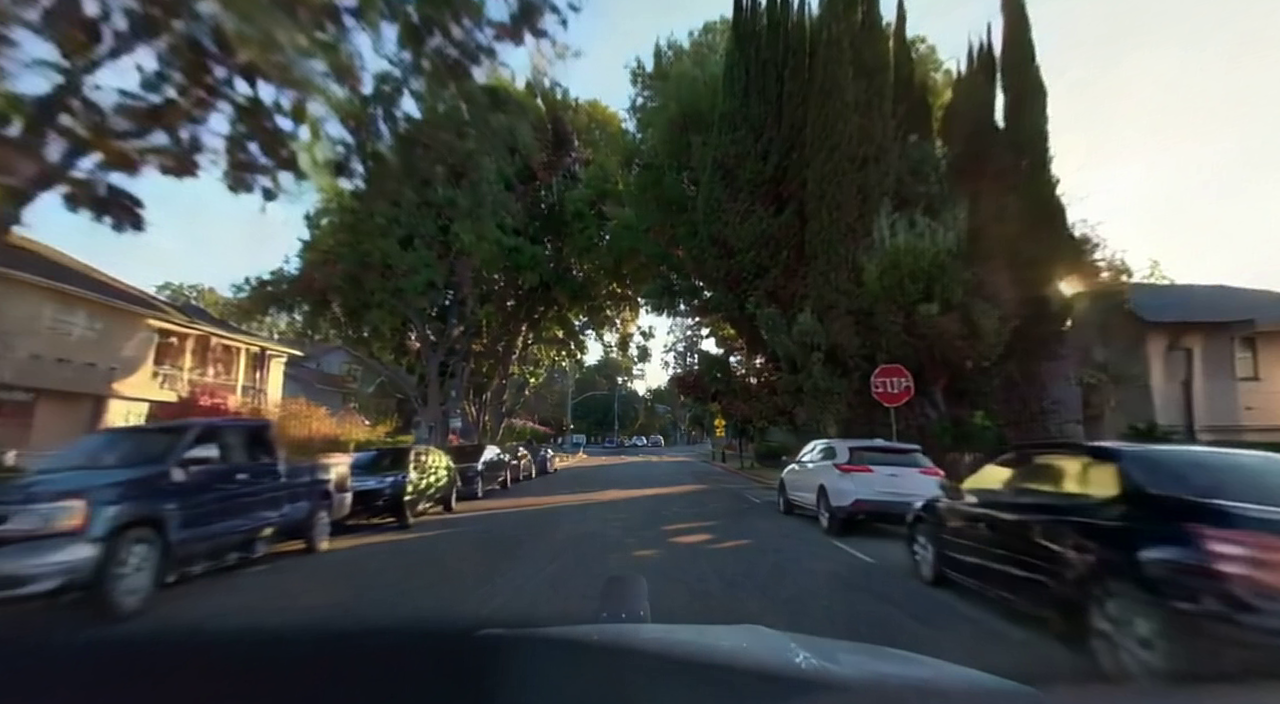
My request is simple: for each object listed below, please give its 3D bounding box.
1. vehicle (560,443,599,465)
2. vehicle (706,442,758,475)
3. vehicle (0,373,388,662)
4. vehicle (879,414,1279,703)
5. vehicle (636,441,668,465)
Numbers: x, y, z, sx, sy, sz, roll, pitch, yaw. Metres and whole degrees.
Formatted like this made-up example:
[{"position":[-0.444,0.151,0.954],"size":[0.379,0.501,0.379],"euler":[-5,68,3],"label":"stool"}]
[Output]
[{"position":[-4.185,7.103,43.986],"size":[1.999,1.441,4.628],"euler":[-1,-9,4],"label":"vehicle"},{"position":[4.393,5.157,30.712],"size":[1.876,1.477,4.324],"euler":[0,-8,0],"label":"vehicle"},{"position":[-4.745,1.396,6.558],"size":[2.162,1.857,4.758],"euler":[2,-8,0],"label":"vehicle"},{"position":[3.675,1.354,4.823],"size":[1.987,1.518,4.686],"euler":[0,-8,2],"label":"vehicle"},{"position":[0.801,6.568,41.015],"size":[2.010,1.499,4.107],"euler":[0,-9,2],"label":"vehicle"}]
